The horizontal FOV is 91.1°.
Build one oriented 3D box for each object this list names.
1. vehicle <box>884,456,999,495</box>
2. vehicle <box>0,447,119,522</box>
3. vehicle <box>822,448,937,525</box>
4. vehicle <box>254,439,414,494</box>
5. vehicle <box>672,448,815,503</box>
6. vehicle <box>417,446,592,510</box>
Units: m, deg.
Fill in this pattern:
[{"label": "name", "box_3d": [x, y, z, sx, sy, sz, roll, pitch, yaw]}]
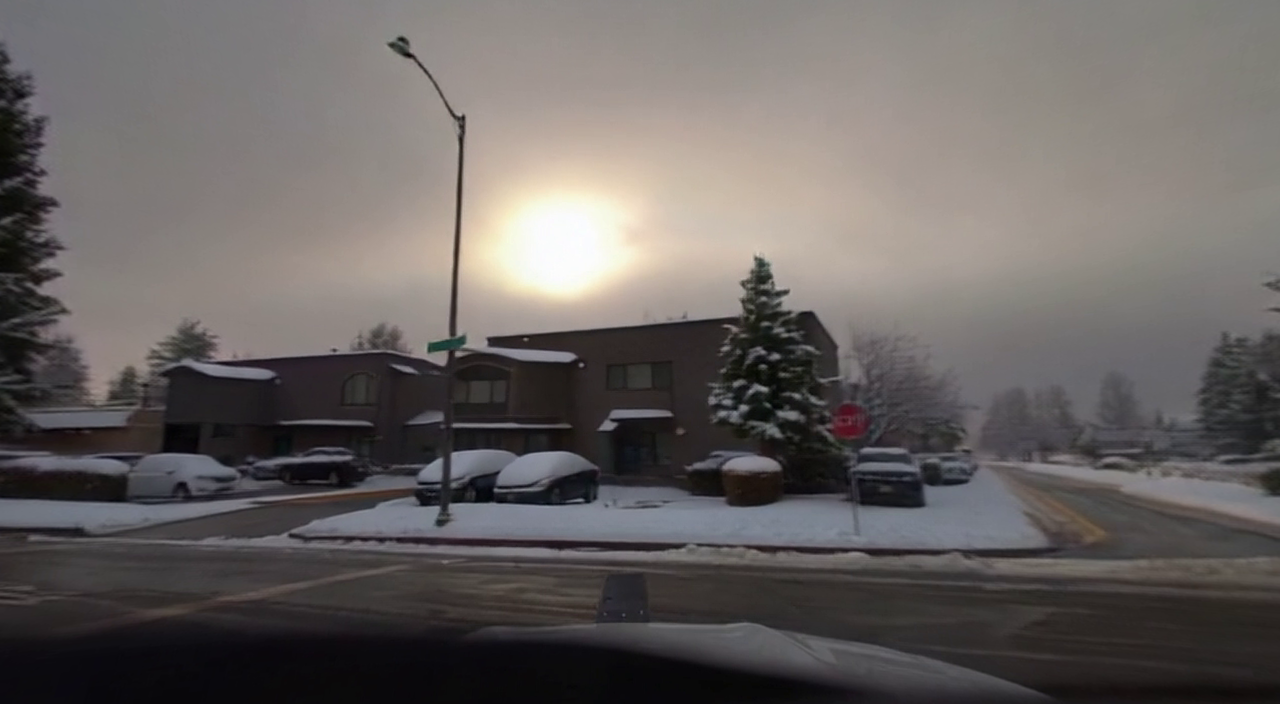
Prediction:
[{"label": "vehicle", "box_3d": [15.644, 6.367, 32.750, 5.004, 1.797, 1.946, -7, -12, 41]}, {"label": "vehicle", "box_3d": [-19.745, 3.958, 19.269, 6.027, 1.893, 2.282, 0, -8, 11]}, {"label": "vehicle", "box_3d": [7.106, 3.972, 19.375, 2.305, 1.962, 5.685, -1, -9, 11]}, {"label": "vehicle", "box_3d": [-19.512, 7.226, 40.146, 9.384, 3.230, 2.928, -2, -9, 15]}, {"label": "vehicle", "box_3d": [4.225, 4.861, 25.146, 5.798, 1.920, 2.267, 7, -11, -37]}, {"label": "vehicle", "box_3d": [-4.058, 3.778, 19.148, 4.778, 1.753, 1.959, -1, -9, 12]}]
